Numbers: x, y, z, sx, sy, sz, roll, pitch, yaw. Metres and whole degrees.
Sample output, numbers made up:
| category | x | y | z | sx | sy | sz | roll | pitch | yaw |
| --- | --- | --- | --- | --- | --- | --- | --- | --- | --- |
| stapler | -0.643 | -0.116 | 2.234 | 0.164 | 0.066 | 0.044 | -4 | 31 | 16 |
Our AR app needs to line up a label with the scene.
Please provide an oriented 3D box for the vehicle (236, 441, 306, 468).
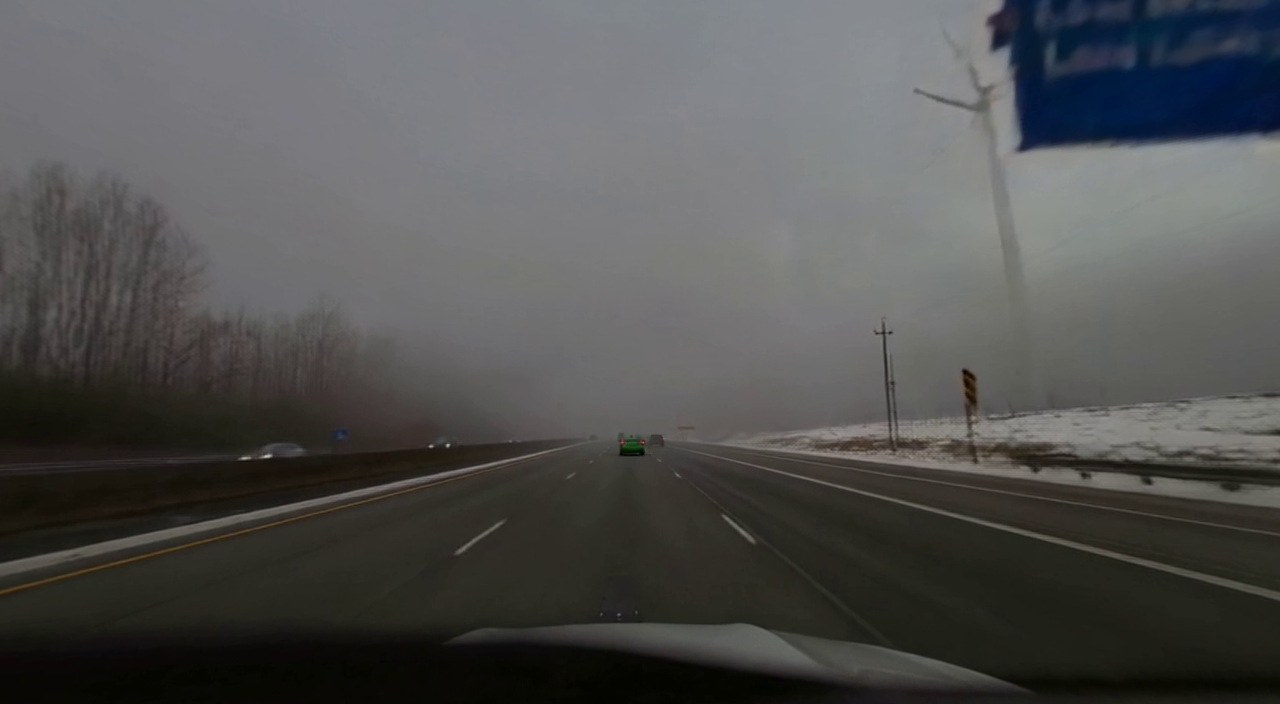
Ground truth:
| category | x | y | z | sx | sy | sz | roll | pitch | yaw |
| --- | --- | --- | --- | --- | --- | --- | --- | --- | --- |
| vehicle | -23.775 | 6.603 | 40.740 | 1.883 | 1.640 | 4.409 | 0 | -8 | -1 |

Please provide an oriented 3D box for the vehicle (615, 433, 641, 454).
| category | x | y | z | sx | sy | sz | roll | pitch | yaw |
| --- | --- | --- | --- | --- | --- | --- | --- | --- | --- |
| vehicle | -0.927 | 6.913 | 47.728 | 1.892 | 1.496 | 3.575 | 0 | -8 | -2 |
